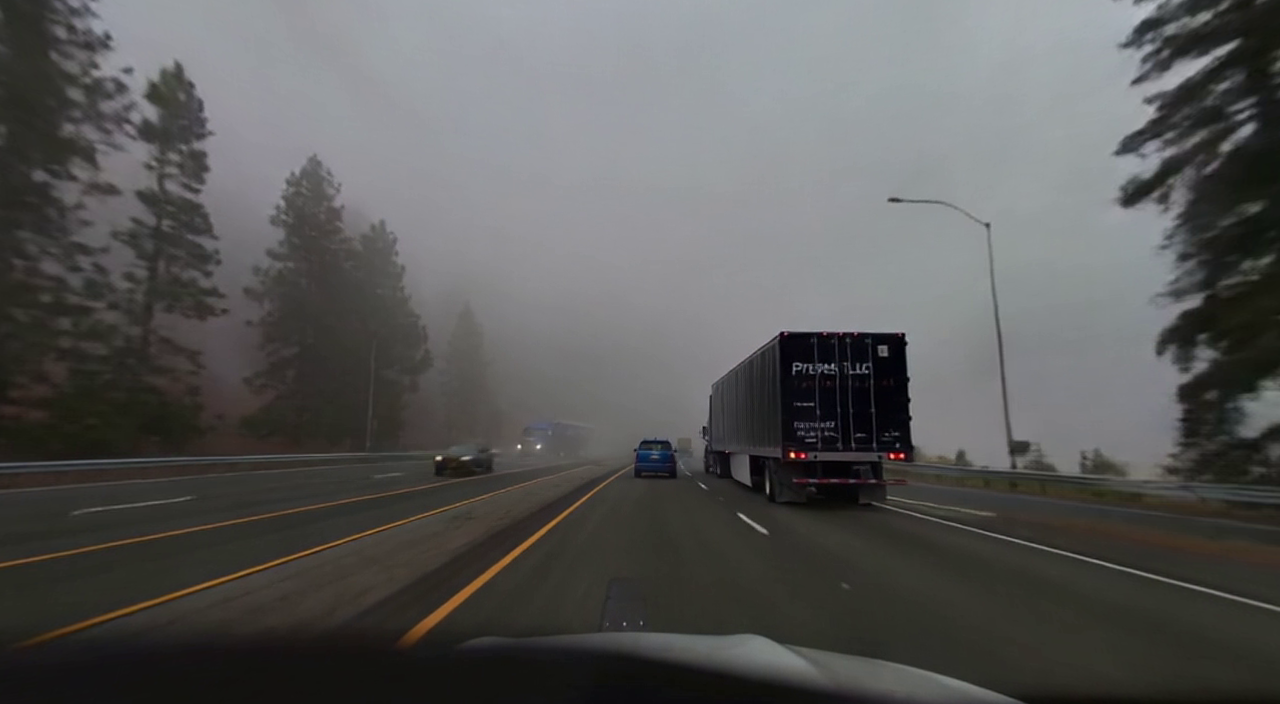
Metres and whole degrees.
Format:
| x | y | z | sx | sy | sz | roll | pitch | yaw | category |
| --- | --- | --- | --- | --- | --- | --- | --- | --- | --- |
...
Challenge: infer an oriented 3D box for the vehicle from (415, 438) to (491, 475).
| x | y | z | sx | sy | sz | roll | pitch | yaw | category |
| --- | --- | --- | --- | --- | --- | --- | --- | --- | --- |
| -8.701 | 4.887 | 29.786 | 2.071 | 1.610 | 4.399 | 0 | -8 | 2 | vehicle |

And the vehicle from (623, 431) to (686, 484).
| x | y | z | sx | sy | sz | roll | pitch | yaw | category |
| --- | --- | --- | --- | --- | --- | --- | --- | --- | --- |
| 0.568 | 4.029 | 24.422 | 2.222 | 1.848 | 4.610 | 0 | -8 | 2 | vehicle |

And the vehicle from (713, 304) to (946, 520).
| x | y | z | sx | sy | sz | roll | pitch | yaw | category |
| --- | --- | --- | --- | --- | --- | --- | --- | --- | --- |
| 4.554 | 2.349 | 20.437 | 2.899 | 4.160 | 16.621 | 0 | -9 | 2 | vehicle |
